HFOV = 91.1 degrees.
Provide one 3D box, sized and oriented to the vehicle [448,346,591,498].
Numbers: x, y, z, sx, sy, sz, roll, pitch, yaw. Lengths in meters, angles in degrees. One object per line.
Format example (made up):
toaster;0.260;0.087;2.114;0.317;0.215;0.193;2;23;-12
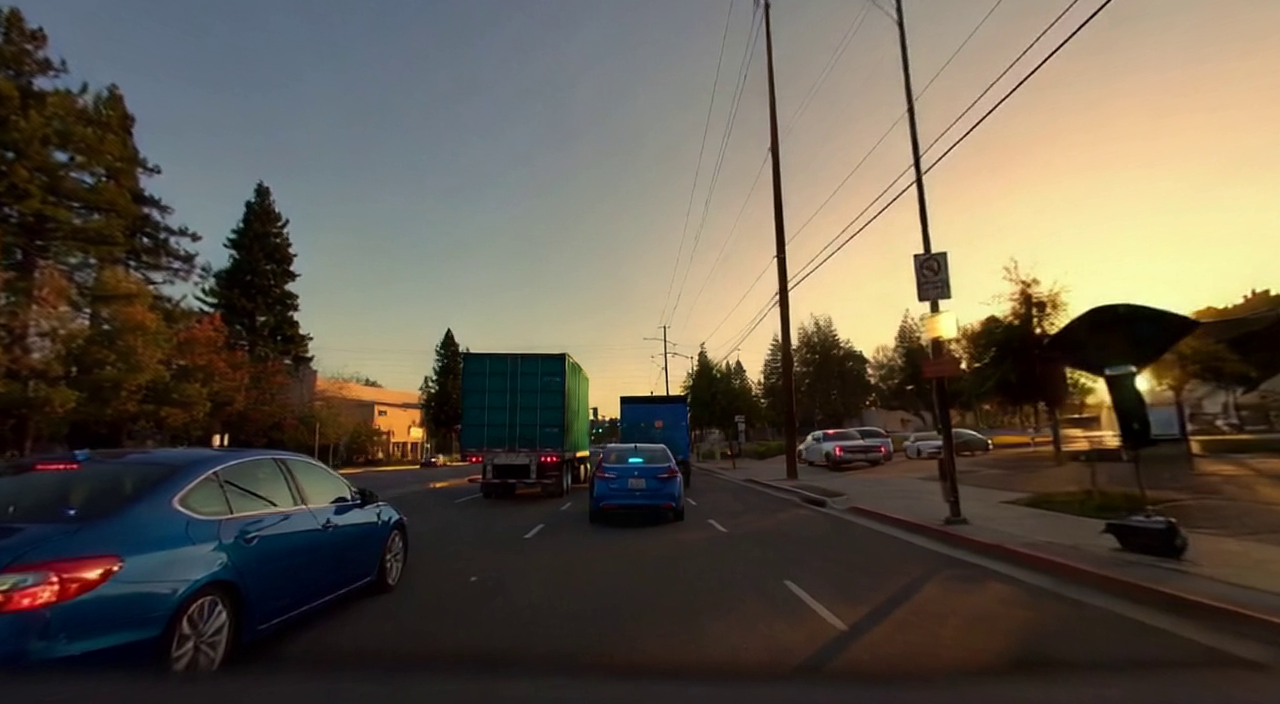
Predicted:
vehicle;-3.285;2.259;19.405;3.020;3.800;7.105;0;-8;0

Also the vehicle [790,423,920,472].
vehicle;8.956;4.046;26.610;2.061;1.845;4.829;6;-10;-36

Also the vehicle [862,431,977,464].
vehicle;13.303;4.564;30.086;4.574;1.478;1.880;0;-8;3

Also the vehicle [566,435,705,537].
vehicle;-0.094;2.322;11.524;2.067;1.506;4.118;0;-8;-1

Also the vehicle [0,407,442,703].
vehicle;-3.049;1.237;4.253;1.969;1.471;4.378;0;-8;0
